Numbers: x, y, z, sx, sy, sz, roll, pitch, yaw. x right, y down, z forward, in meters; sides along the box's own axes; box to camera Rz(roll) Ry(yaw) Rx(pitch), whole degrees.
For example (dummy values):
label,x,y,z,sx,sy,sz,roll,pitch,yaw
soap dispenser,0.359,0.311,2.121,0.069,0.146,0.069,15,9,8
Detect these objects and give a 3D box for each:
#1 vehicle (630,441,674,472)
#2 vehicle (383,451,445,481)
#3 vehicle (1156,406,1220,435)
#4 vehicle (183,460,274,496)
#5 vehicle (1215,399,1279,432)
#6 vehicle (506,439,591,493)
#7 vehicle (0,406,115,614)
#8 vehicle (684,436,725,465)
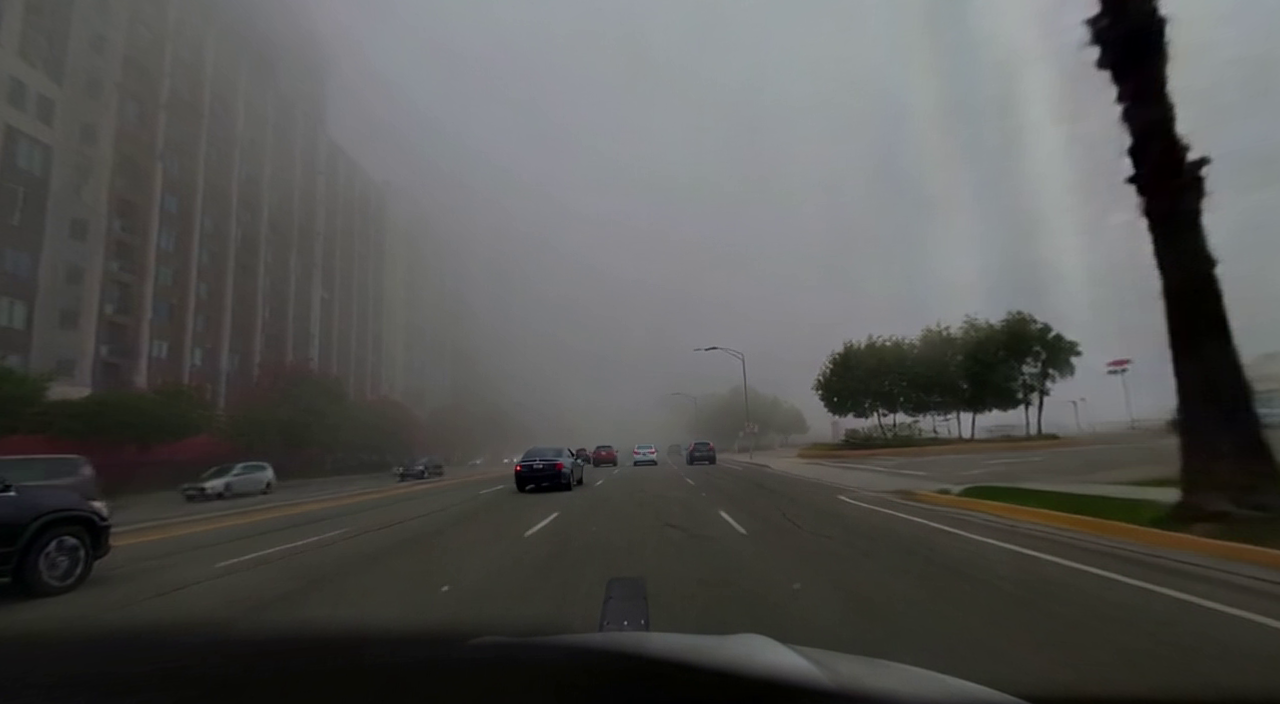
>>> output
label,x,y,z,sx,sy,sz,roll,pitch,yaw
vehicle,0.588,5.420,32.905,2.147,1.507,3.953,0,-8,0
vehicle,-13.813,6.946,38.842,2.026,1.641,4.619,-1,-8,1
vehicle,31.344,3.971,36.159,1.849,1.462,3.814,-5,-9,28
vehicle,-20.589,6.270,31.757,1.779,1.562,4.003,-1,-8,1
vehicle,33.861,3.533,34.768,1.939,1.625,4.341,-5,-9,27
vehicle,-2.790,3.566,20.156,1.908,1.505,4.369,-1,-8,2
vehicle,-6.440,1.167,4.125,2.030,1.730,4.506,-1,-8,1
vehicle,4.159,6.443,41.339,2.108,1.785,4.334,0,-8,-1
